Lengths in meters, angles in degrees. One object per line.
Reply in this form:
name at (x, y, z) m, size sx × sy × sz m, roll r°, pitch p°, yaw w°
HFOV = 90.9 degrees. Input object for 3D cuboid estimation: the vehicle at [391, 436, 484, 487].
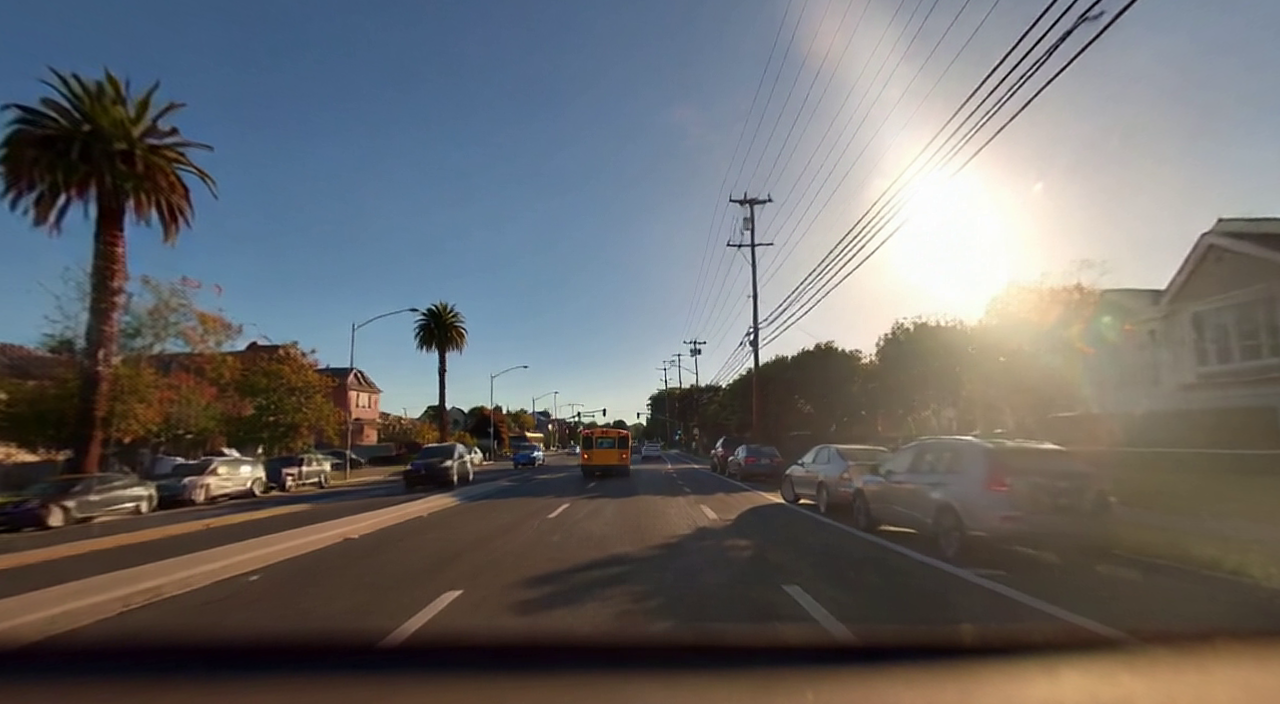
vehicle at (-7.887, 4.289, 25.133) m, size 2.096 × 1.798 × 4.831 m, roll 0°, pitch -8°, yaw 0°

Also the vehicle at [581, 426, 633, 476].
vehicle at (-1.476, 4.455, 28.593) m, size 2.168 × 2.040 × 4.527 m, roll 0°, pitch -8°, yaw -2°

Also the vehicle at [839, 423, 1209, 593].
vehicle at (4.202, 1.741, 7.952) m, size 1.946 × 1.530 × 4.240 m, roll 0°, pitch -8°, yaw -1°

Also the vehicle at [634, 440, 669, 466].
vehicle at (0.738, 6.302, 39.407) m, size 2.063 × 1.495 × 3.849 m, roll 0°, pitch -8°, yaw 2°

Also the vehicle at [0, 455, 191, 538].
vehicle at (-13.671, 3.438, 15.538) m, size 1.979 × 1.509 × 4.763 m, roll -3°, pitch -7°, yaw -4°

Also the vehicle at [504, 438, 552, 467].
vehicle at (-8.498, 7.657, 48.404) m, size 2.653 × 1.964 × 5.699 m, roll -3°, pitch -8°, yaw 0°

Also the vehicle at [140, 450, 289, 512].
vehicle at (-14.193, 4.283, 21.443) m, size 2.041 × 1.643 × 4.665 m, roll -6°, pitch -9°, yaw -3°

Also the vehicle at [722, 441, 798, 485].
vehicle at (4.342, 4.077, 23.636) m, size 1.838 × 1.458 × 4.750 m, roll 0°, pitch -8°, yaw -1°
